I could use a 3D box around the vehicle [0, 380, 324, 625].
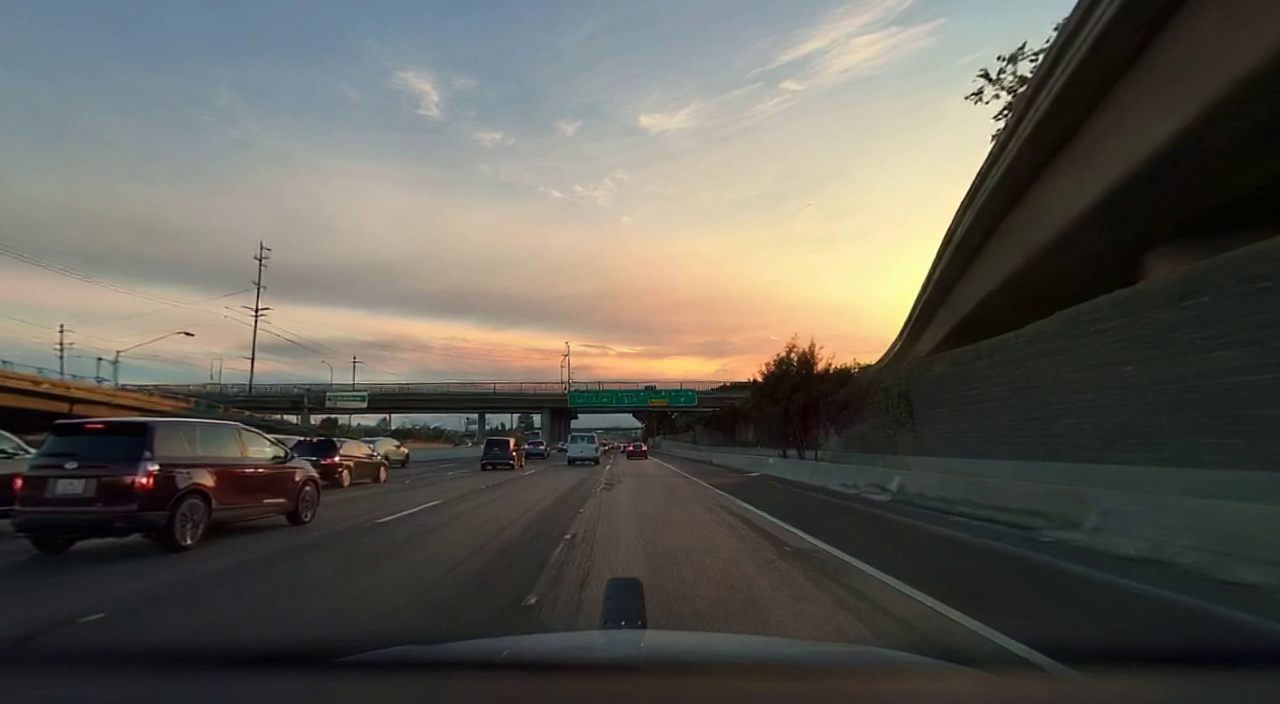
[{"bbox_3d":[-6.014,1.422,6.706,2.355,1.805,5.938,0,-8,-2],"label":"vehicle"}]

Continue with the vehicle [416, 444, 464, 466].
[{"bbox_3d":[-13.767,7.098,43.493,1.899,1.485,4.368,0,-8,-1],"label":"vehicle"}]

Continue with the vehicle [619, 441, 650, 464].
[{"bbox_3d":[-0.477,7.257,45.511,2.079,1.506,4.488,0,-8,-2],"label":"vehicle"}]

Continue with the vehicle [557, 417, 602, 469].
[{"bbox_3d":[-3.538,5.498,37.897,2.301,2.843,6.458,0,-8,-2],"label":"vehicle"}]

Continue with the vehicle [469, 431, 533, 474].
[{"bbox_3d":[-6.796,4.986,31.309,2.179,1.948,4.618,0,-8,-1],"label":"vehicle"}]
